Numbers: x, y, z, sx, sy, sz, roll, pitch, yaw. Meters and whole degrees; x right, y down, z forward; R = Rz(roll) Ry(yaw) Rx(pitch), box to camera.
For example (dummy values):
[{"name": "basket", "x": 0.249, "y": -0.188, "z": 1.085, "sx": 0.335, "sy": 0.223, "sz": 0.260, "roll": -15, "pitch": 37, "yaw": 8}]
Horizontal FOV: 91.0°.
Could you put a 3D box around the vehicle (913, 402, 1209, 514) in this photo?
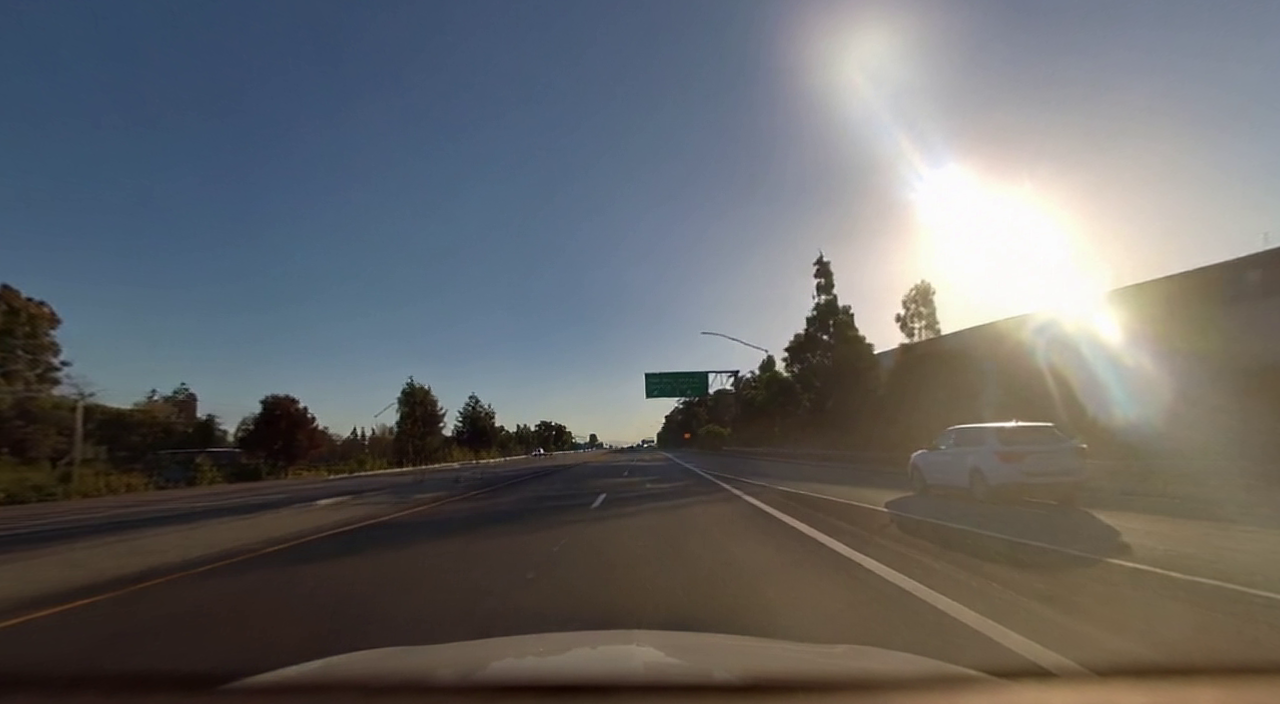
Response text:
[{"name": "vehicle", "x": 8.525, "y": 2.220, "z": 13.638, "sx": 2.328, "sy": 1.916, "sz": 5.227, "roll": 1, "pitch": -8, "yaw": -7}]
